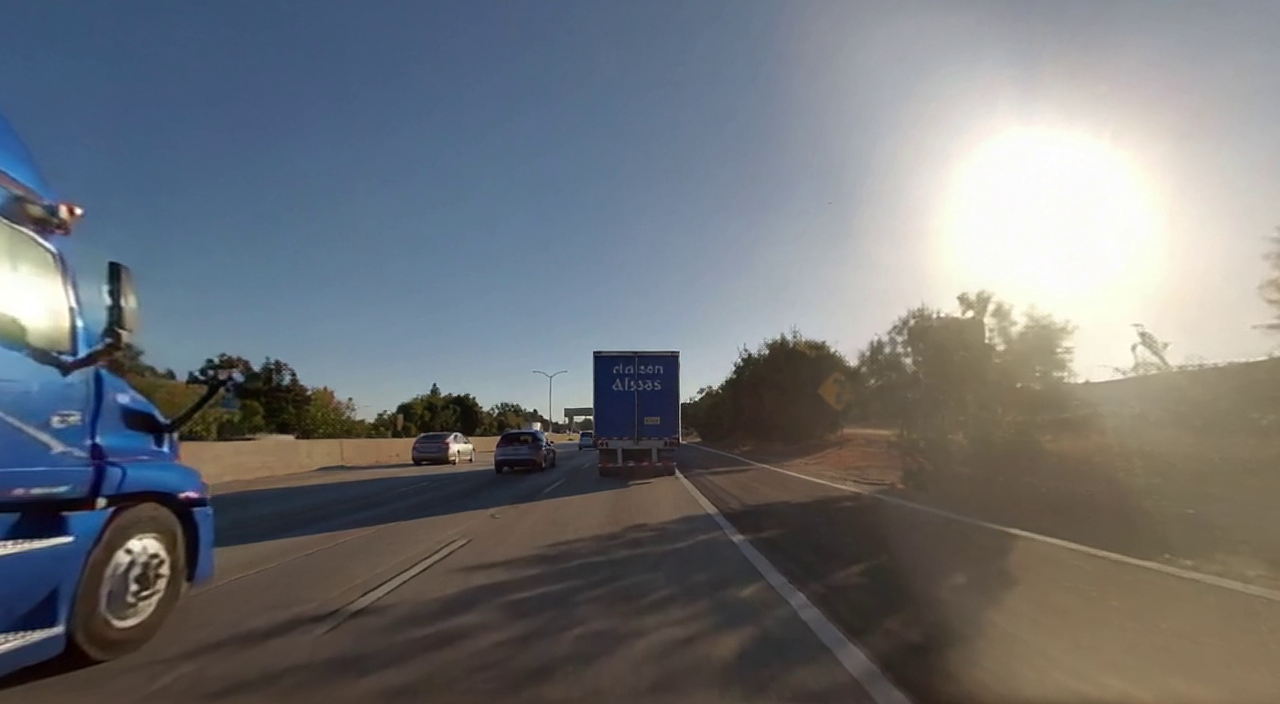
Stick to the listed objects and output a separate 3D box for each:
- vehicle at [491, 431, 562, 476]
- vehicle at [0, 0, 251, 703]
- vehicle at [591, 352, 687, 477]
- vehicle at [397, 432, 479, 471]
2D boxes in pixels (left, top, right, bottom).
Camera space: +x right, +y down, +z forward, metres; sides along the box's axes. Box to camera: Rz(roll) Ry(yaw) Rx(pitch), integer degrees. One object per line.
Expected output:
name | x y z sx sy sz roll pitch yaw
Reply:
vehicle | -4.036 3.682 23.045 1.933 1.492 3.838 0 -8 -1
vehicle | -4.324 -0.366 1.522 3.007 4.031 6.044 0 -7 -3
vehicle | -0.251 2.742 25.992 3.118 4.106 10.719 0 -8 -2
vehicle | -8.480 4.192 26.904 1.976 1.510 4.604 0 -8 0
